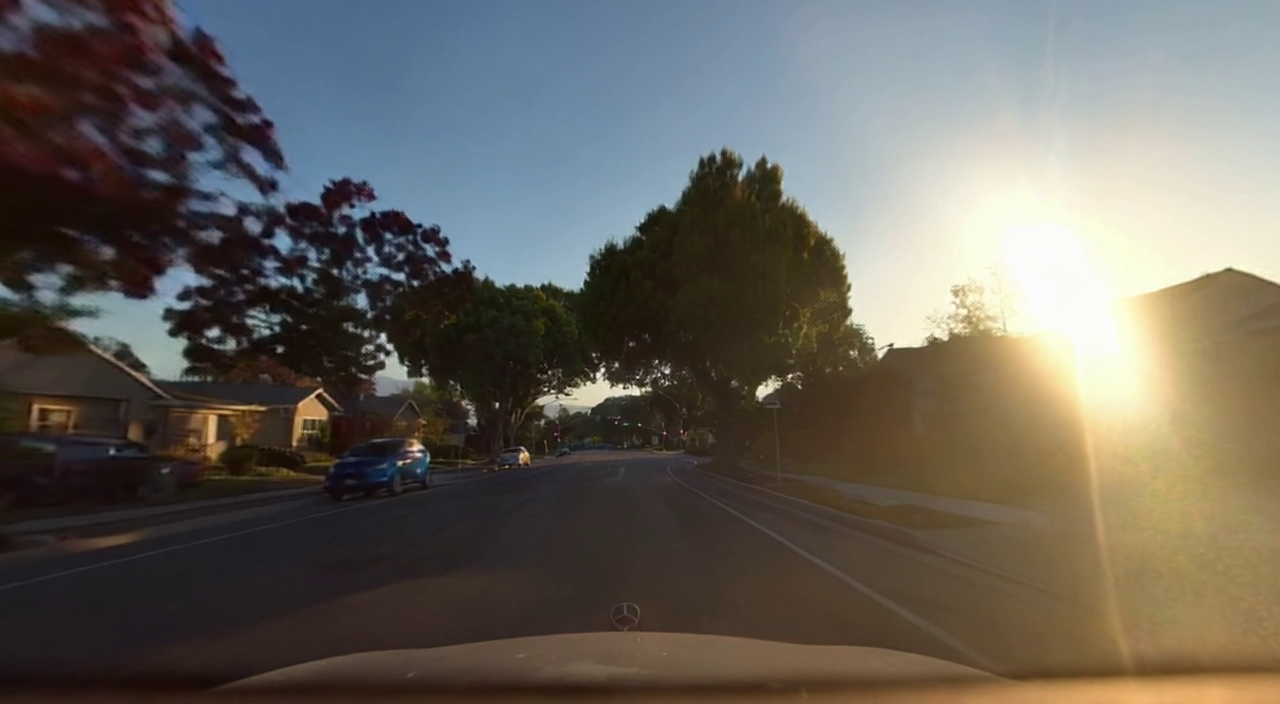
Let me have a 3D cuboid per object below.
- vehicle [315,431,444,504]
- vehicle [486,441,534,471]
[{"bbox_3d":[-7.637,3.413,19.102,2.209,1.807,4.432,-2,-9,-3],"label":"vehicle"},{"bbox_3d":[-8.299,6.673,40.590,2.130,1.692,4.544,-3,-8,-1],"label":"vehicle"}]
